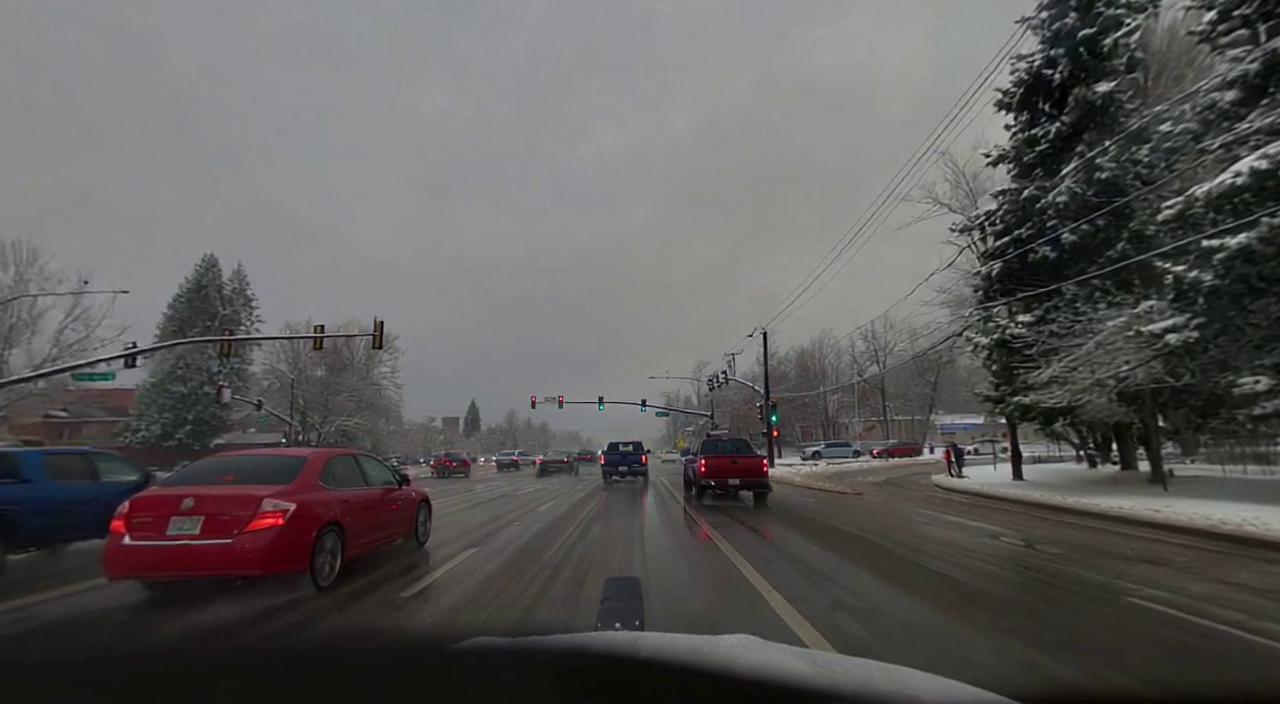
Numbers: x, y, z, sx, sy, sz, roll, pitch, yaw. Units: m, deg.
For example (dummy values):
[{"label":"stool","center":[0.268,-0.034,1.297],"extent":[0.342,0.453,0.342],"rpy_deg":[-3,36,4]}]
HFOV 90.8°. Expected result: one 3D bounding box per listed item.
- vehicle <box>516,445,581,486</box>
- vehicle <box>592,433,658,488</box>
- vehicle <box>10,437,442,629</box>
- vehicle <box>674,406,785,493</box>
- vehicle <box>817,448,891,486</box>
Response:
[{"label":"vehicle","center":[-4.175,5.258,29.627],"extent":[2.273,1.749,4.385],"rpy_deg":[0,-9,1]},{"label":"vehicle","center":[-0.560,4.752,28.042],"extent":[2.643,2.145,5.585],"rpy_deg":[0,-8,1]},{"label":"vehicle","center":[-3.979,1.769,7.295],"extent":[1.939,1.494,4.499],"rpy_deg":[0,-9,0]},{"label":"vehicle","center":[2.931,3.502,22.816],"extent":[2.905,2.636,6.895],"rpy_deg":[0,-9,-1]},{"label":"vehicle","center":[9.052,4.884,27.096],"extent":[2.212,1.466,4.126],"rpy_deg":[-1,-9,8]}]
